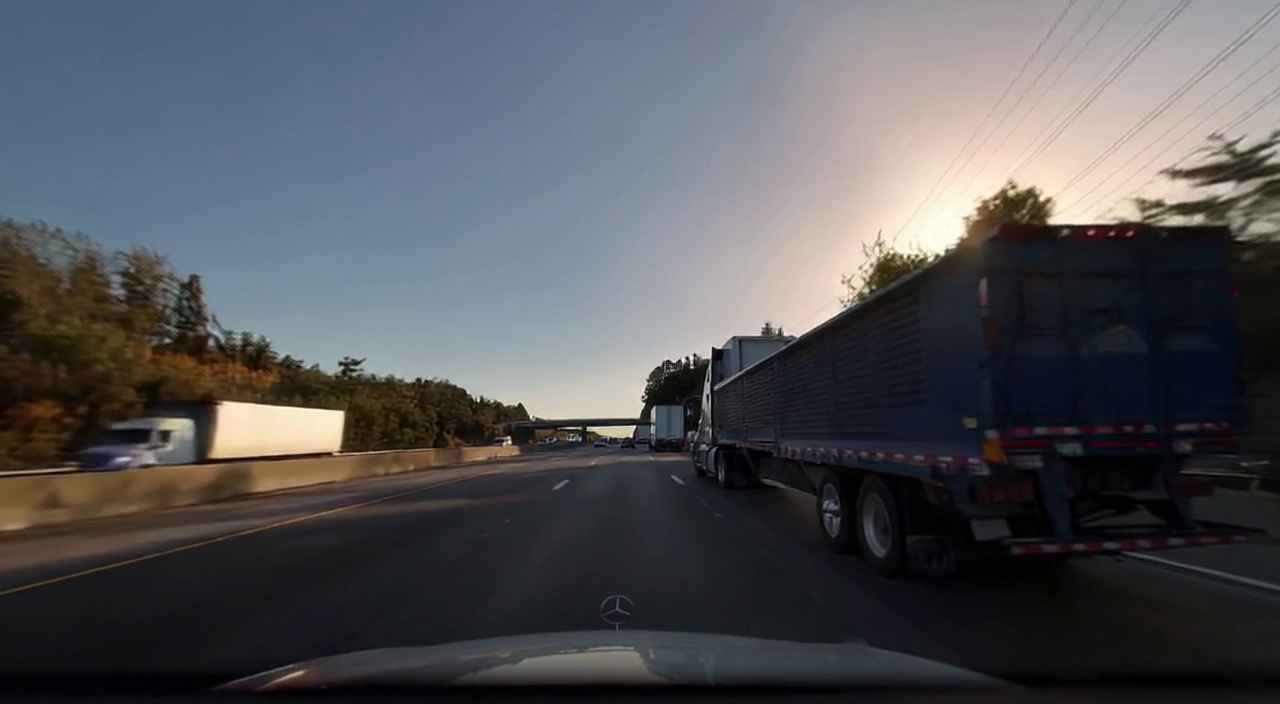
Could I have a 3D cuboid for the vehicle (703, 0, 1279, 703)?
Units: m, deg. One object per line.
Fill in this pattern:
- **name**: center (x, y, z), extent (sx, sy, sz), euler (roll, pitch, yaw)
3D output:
- **vehicle**: center (3.329, 0.464, 9.091), extent (2.905, 4.080, 14.157), euler (0, -8, -2)
